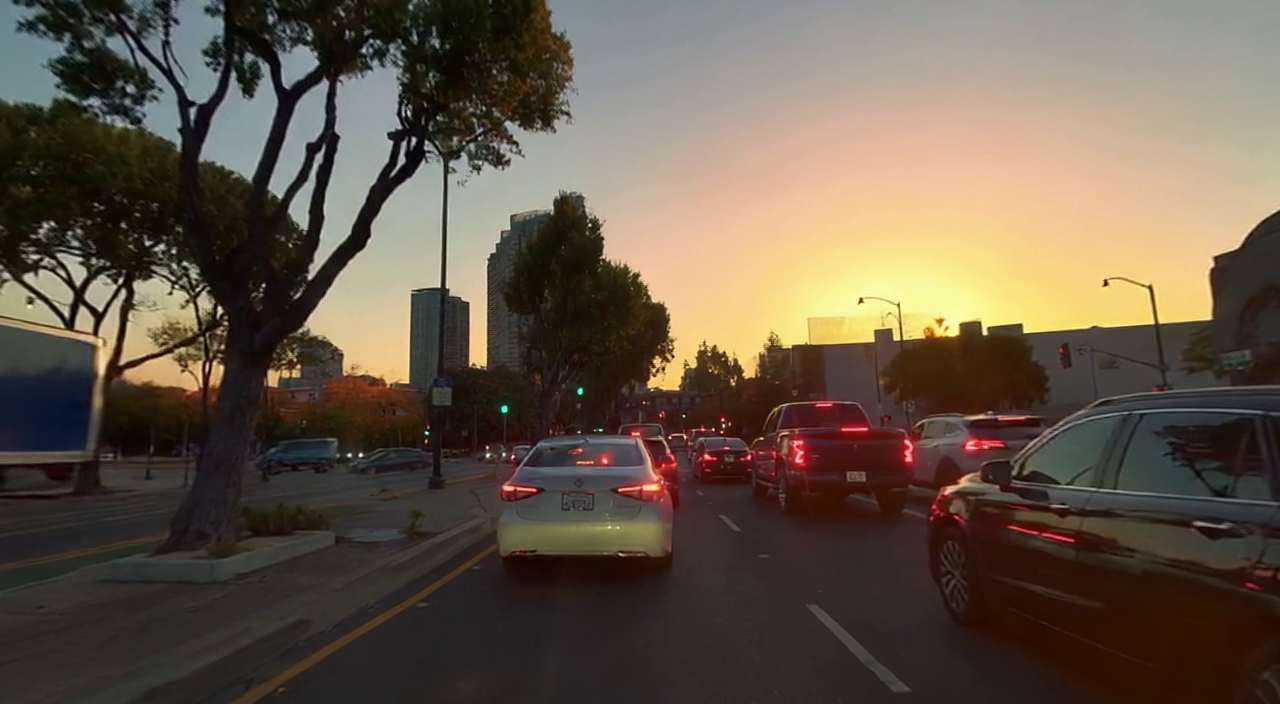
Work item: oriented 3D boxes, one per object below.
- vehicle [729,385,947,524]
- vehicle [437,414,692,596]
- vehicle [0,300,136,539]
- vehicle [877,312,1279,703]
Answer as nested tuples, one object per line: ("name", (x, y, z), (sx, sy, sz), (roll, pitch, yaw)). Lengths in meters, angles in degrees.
("vehicle", (3.518, 2.043, 12.866), (2.497, 2.186, 5.890), (0, -9, 0))
("vehicle", (-0.623, 1.625, 7.552), (2.172, 1.536, 4.250), (0, -9, 1))
("vehicle", (-13.408, 0.369, 5.748), (3.246, 4.347, 17.394), (0, -9, 0))
("vehicle", (3.175, 0.913, 3.290), (2.024, 1.723, 4.714), (0, -8, 0))
